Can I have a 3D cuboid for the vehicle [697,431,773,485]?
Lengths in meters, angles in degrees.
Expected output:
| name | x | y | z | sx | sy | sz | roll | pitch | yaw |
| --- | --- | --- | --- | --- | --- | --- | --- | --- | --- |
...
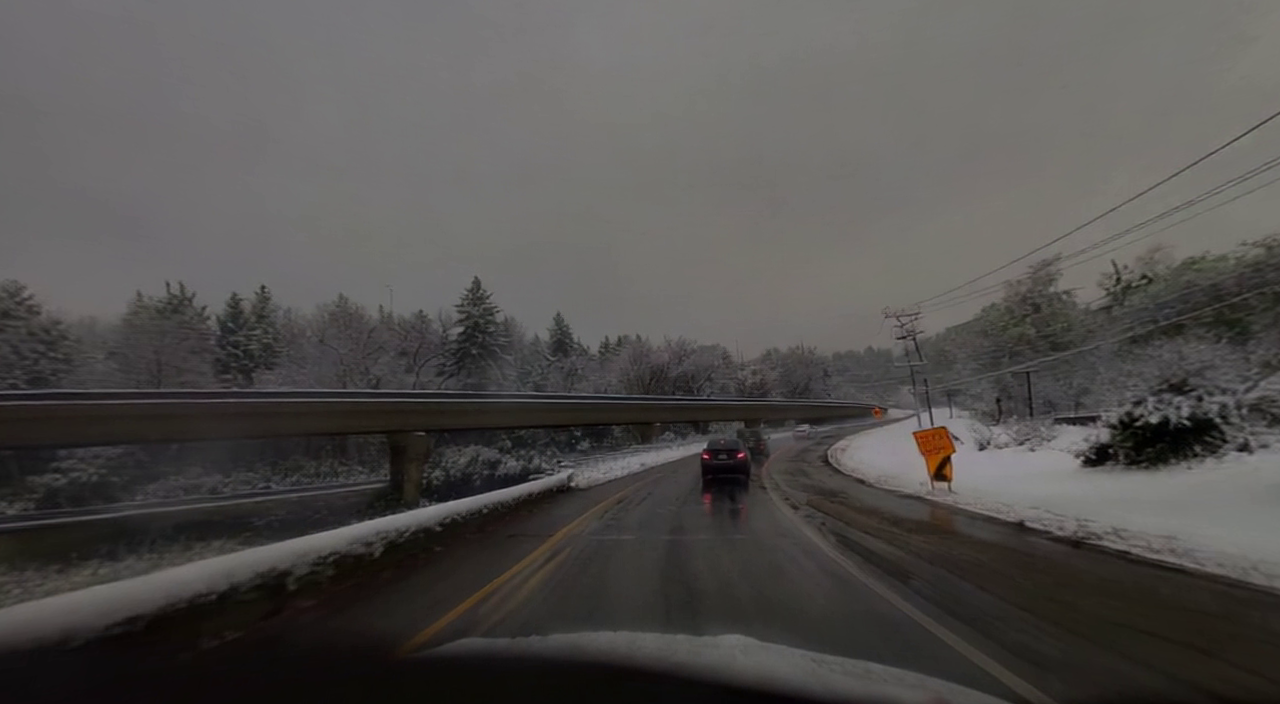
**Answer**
| name | x | y | z | sx | sy | sz | roll | pitch | yaw |
| --- | --- | --- | --- | --- | --- | --- | --- | --- | --- |
| vehicle | 2.959 | 3.294 | 19.790 | 2.091 | 1.482 | 4.321 | -1 | -8 | 8 |
